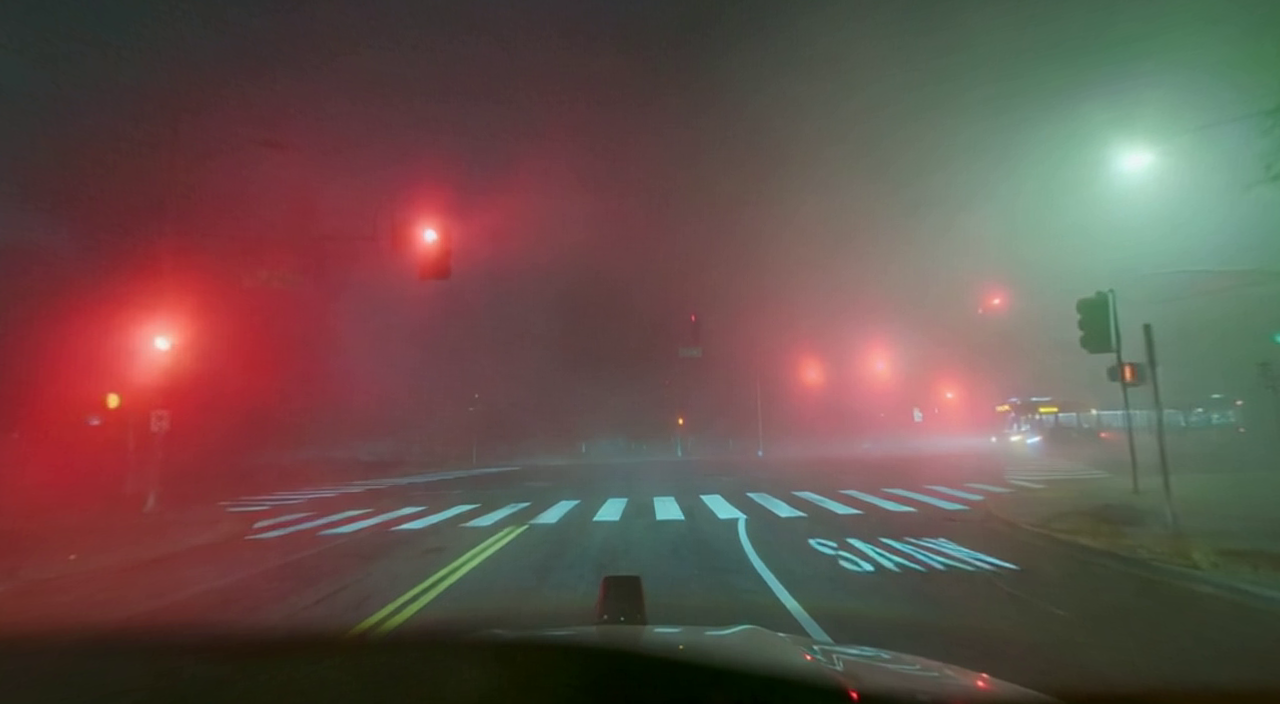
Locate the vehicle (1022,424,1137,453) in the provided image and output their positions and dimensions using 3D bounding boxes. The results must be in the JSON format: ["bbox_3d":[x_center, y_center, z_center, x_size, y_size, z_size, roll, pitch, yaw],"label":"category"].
[{"bbox_3d":[22.626,4.492,32.436,4.538,1.461,1.805,0,-9,0],"label":"vehicle"}]

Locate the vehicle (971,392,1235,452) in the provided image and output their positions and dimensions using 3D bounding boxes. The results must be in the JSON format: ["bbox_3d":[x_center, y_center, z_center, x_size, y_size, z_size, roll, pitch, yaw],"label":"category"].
[{"bbox_3d":[26.505,4.099,36.421,12.822,3.296,3.033,0,-9,-1],"label":"vehicle"}]
